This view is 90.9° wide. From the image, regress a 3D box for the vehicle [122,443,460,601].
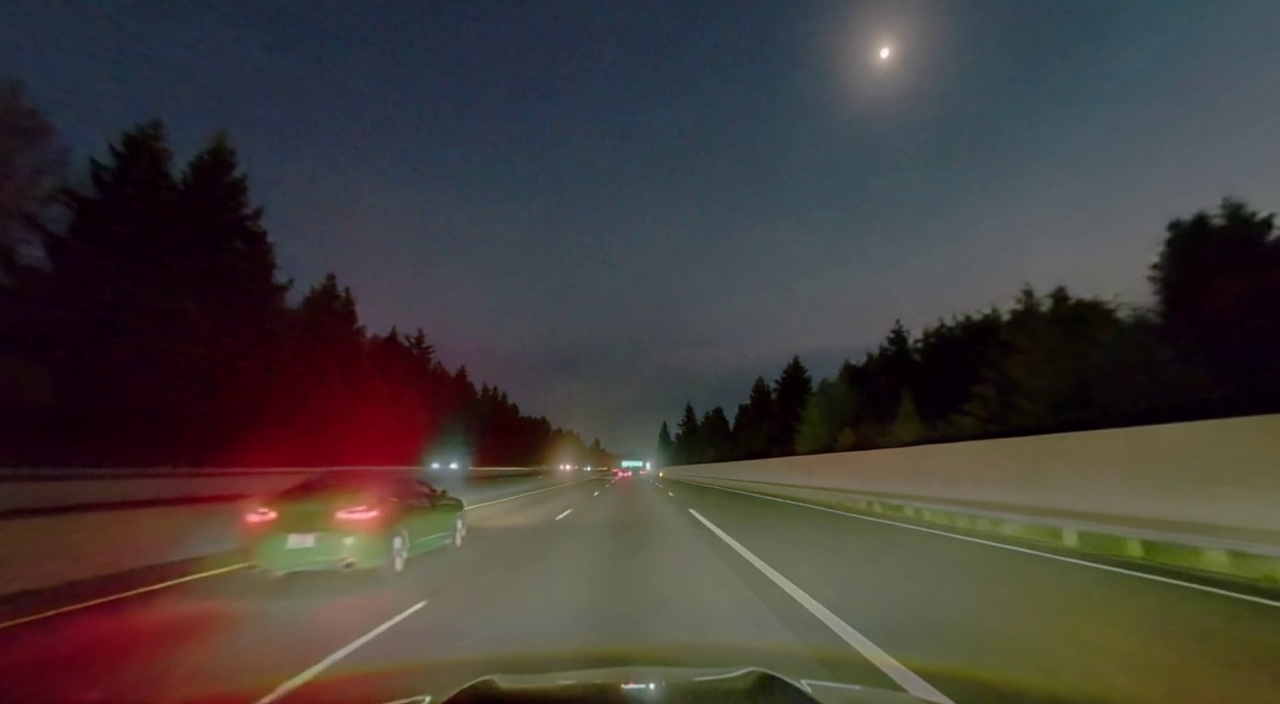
[{"bbox_3d":[-3.938,2.006,8.132,2.006,1.469,4.050,1,-10,0],"label":"vehicle"}]
